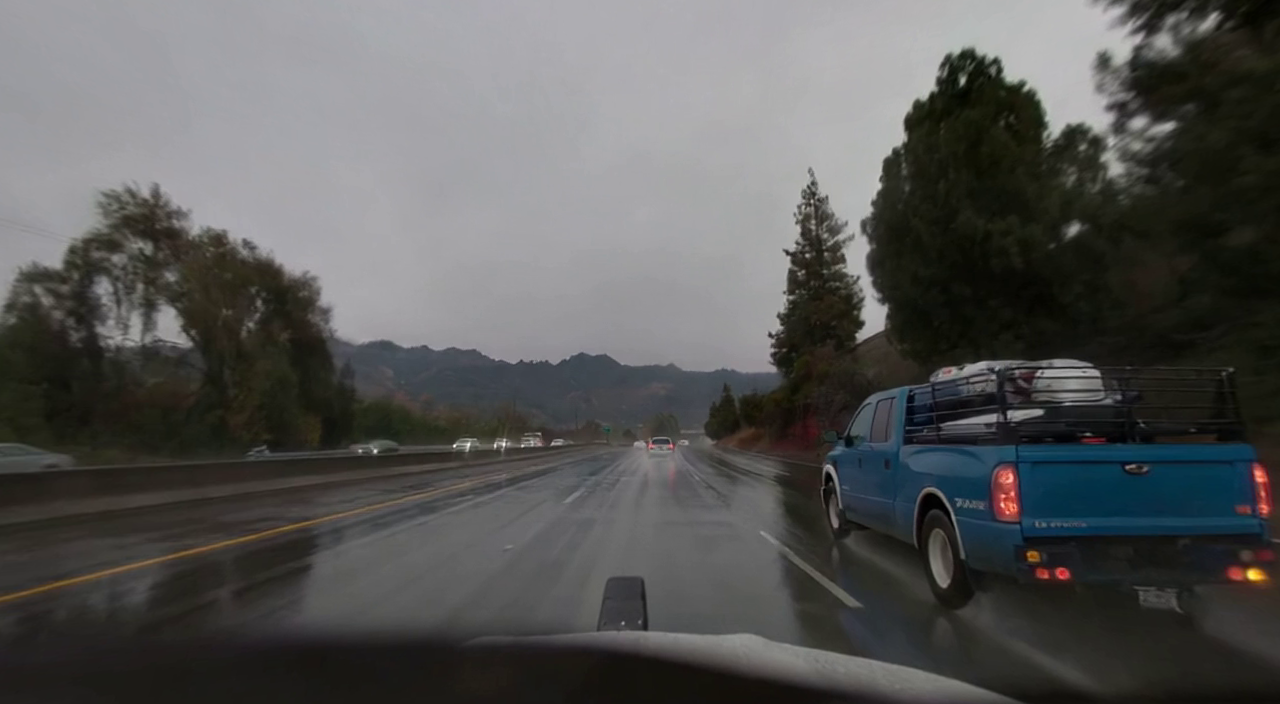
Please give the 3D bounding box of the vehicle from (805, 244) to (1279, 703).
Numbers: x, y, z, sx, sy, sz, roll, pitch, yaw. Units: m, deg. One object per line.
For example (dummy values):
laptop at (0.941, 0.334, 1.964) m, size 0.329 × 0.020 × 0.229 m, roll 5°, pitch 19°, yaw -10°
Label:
vehicle at (3.673, 1.076, 5.872) m, size 2.538 × 2.228 × 6.370 m, roll 0°, pitch -9°, yaw 0°

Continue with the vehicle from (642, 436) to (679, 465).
vehicle at (1.143, 5.750, 36.677) m, size 2.034 × 1.549 × 4.147 m, roll 0°, pitch -9°, yaw 1°
